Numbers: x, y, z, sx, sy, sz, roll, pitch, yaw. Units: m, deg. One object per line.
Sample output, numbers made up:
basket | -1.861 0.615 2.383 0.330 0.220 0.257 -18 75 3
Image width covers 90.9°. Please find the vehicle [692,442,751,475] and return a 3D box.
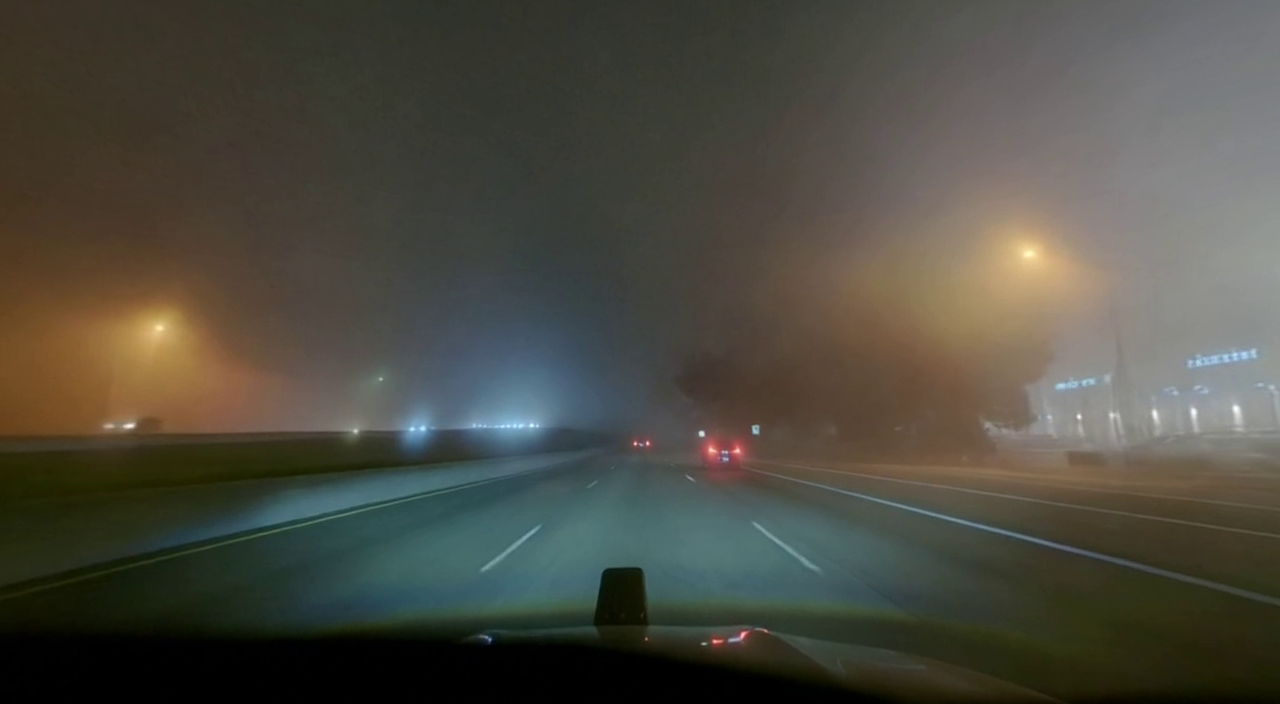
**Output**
vehicle | 3.670 4.909 29.337 2.069 1.431 4.313 0 -8 -1
